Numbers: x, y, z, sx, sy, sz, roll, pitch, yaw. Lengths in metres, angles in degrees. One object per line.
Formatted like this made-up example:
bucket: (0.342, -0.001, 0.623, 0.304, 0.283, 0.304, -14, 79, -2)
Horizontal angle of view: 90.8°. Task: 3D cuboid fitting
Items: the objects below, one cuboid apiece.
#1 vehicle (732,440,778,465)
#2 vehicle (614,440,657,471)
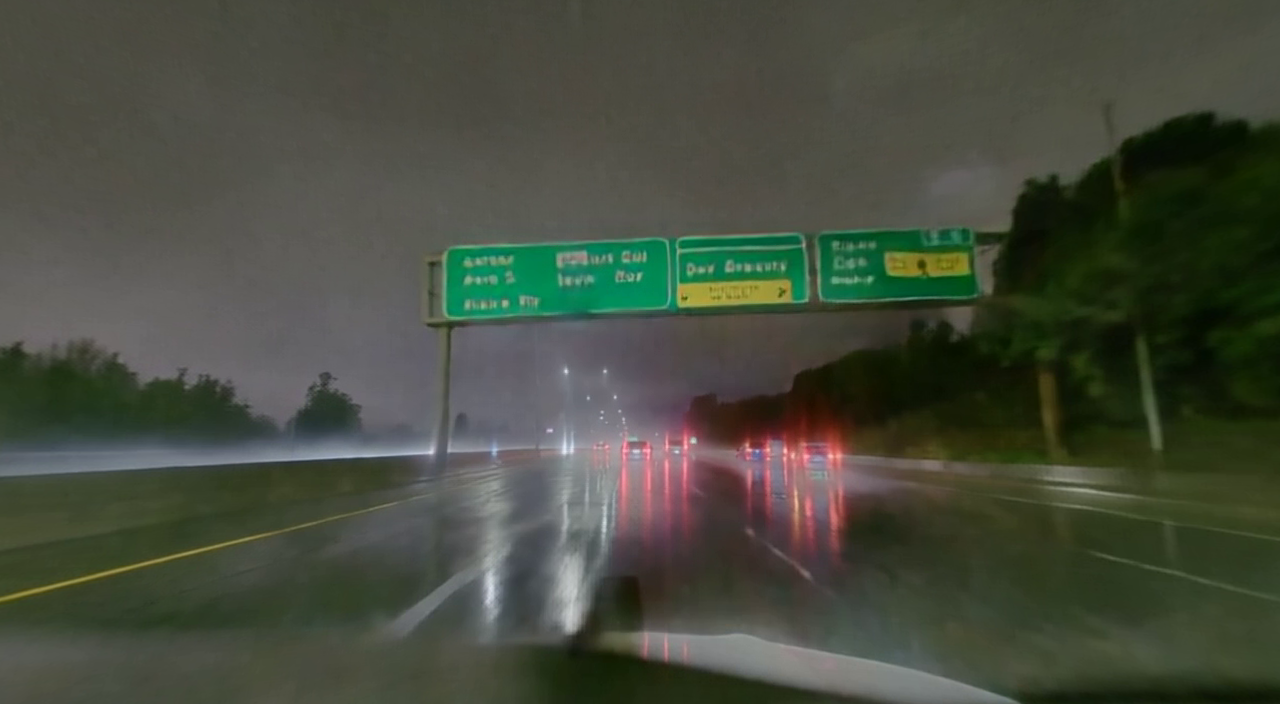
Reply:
vehicle: (6.972, 6.141, 38.721, 1.935, 1.478, 4.433, 0, -9, -1)
vehicle: (-0.244, 5.188, 31.920, 1.985, 1.457, 4.227, 0, -9, -1)
